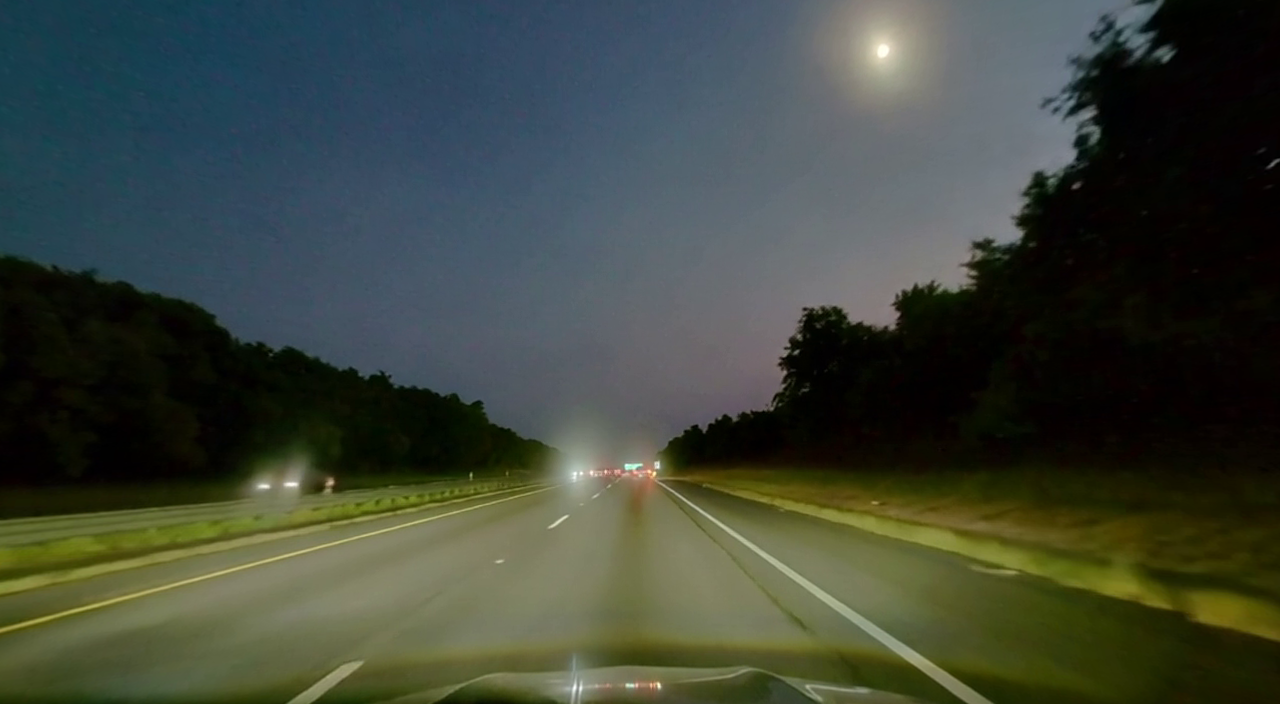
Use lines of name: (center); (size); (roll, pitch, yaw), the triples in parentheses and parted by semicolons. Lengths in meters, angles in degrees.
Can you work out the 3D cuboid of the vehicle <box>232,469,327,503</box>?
vehicle: (-17.137, 6.364, 30.226); (1.839, 1.459, 4.457); (1, -11, 1)
